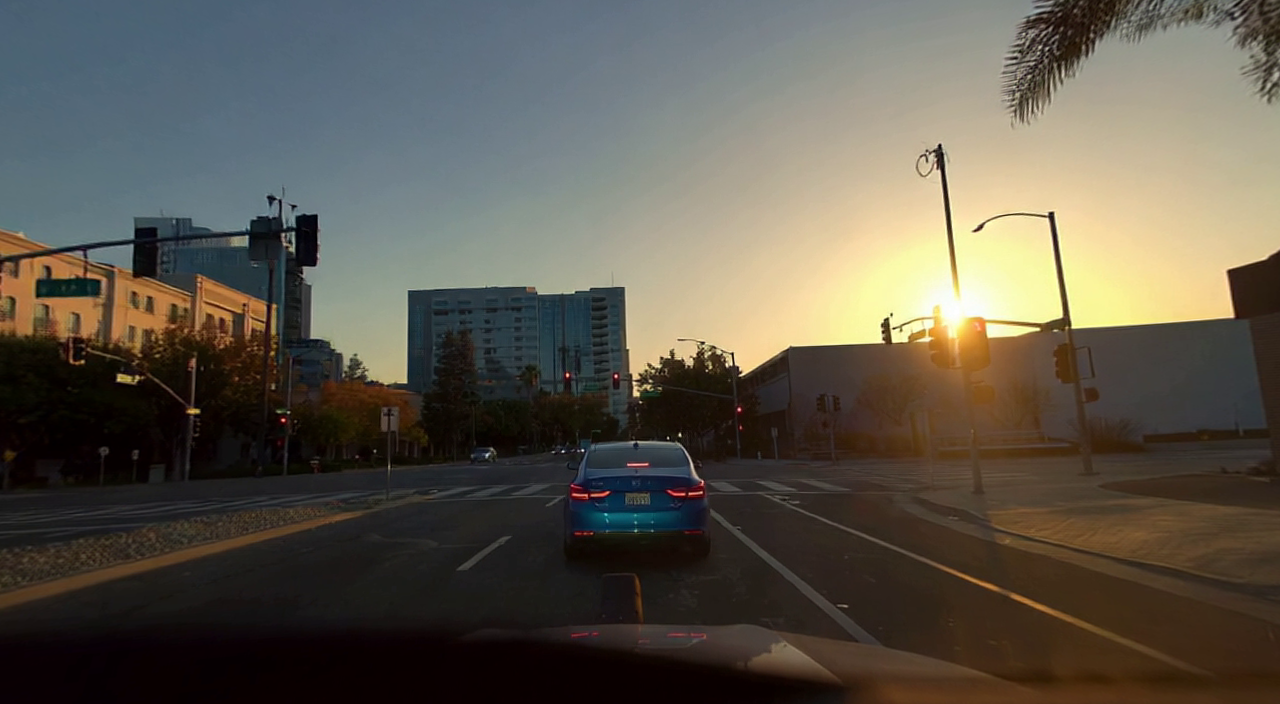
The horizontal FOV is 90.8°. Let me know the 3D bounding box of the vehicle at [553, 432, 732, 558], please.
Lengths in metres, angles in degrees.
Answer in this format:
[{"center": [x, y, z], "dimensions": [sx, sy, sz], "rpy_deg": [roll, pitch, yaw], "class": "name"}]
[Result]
[{"center": [-0.003, 1.995, 9.508], "dimensions": [2.107, 1.470, 3.974], "rpy_deg": [0, -9, -1], "class": "vehicle"}]
